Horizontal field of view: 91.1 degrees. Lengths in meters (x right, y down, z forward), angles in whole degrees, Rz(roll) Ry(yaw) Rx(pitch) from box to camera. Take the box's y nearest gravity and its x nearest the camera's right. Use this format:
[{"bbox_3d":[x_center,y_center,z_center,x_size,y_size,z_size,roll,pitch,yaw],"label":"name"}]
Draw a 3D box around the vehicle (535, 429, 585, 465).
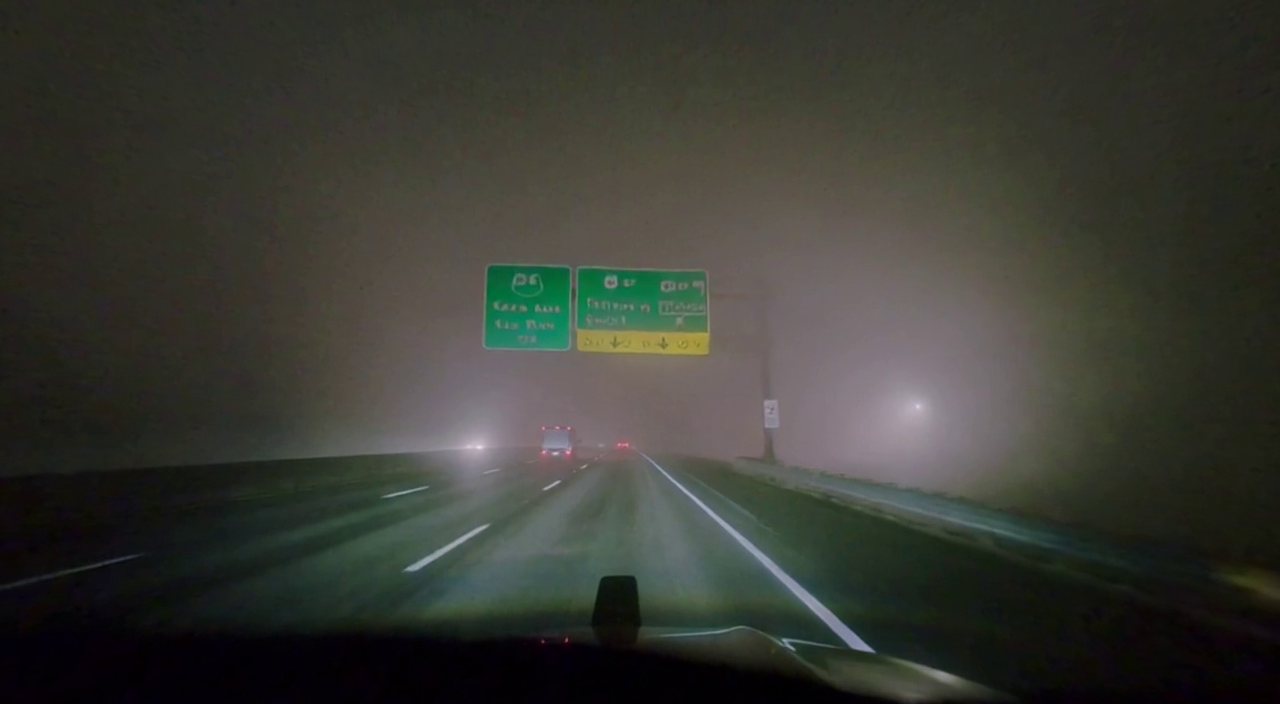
[{"bbox_3d":[-4.686,5.656,37.731,2.281,1.957,5.713,0,-8,-1],"label":"vehicle"}]
